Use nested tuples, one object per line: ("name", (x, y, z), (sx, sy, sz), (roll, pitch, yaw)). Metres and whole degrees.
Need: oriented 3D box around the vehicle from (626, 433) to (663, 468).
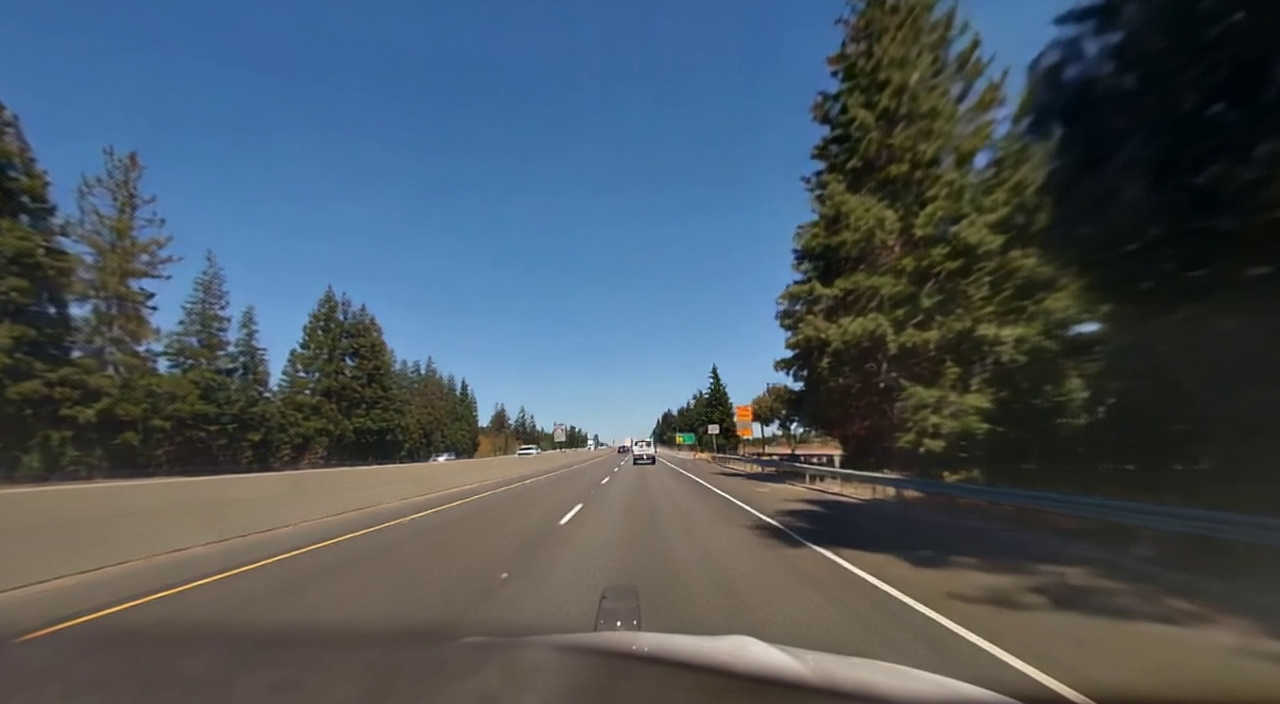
("vehicle", (0.302, 6.383, 40.711), (2.268, 2.122, 4.595), (-1, -9, 1))
